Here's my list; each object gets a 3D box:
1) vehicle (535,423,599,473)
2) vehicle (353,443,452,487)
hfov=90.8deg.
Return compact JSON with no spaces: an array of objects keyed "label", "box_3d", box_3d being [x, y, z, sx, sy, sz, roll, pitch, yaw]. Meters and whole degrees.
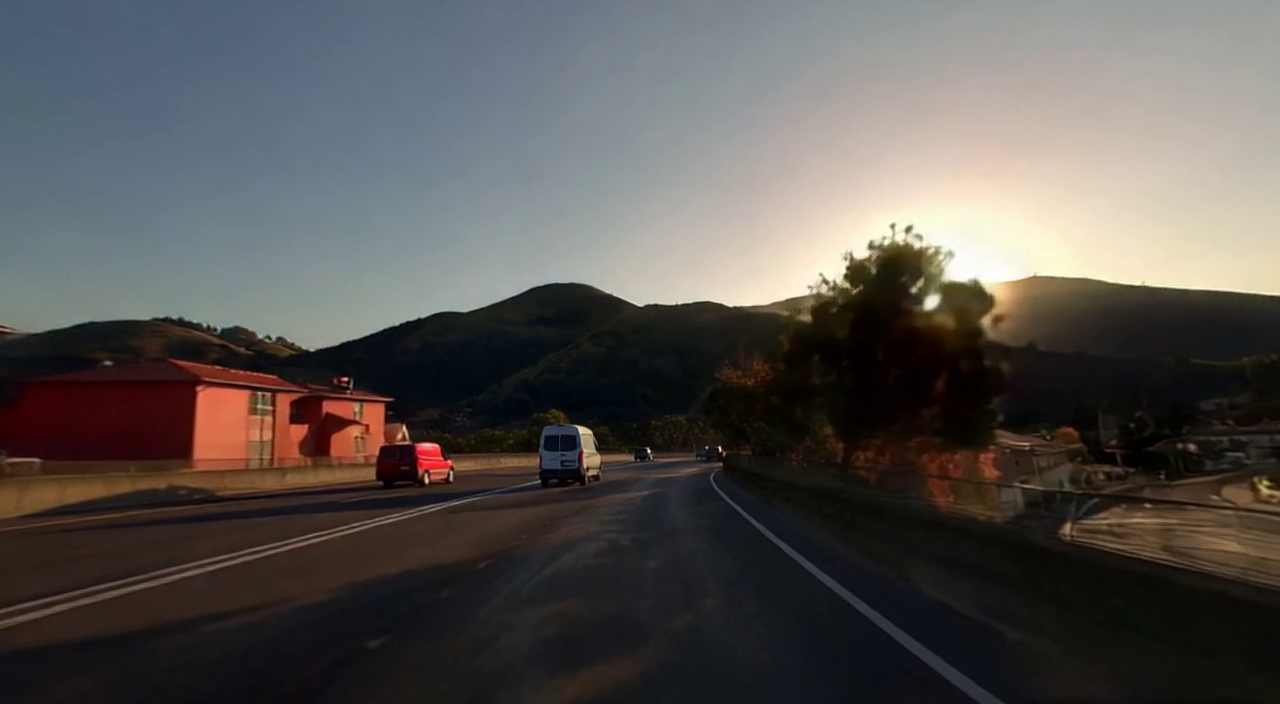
[{"label":"vehicle","box_3d":[-4.225,5.766,37.835,2.314,2.703,6.441,-1,-9,7]},{"label":"vehicle","box_3d":[-9.005,4.311,24.438,1.821,1.524,4.342,-1,-9,5]}]
